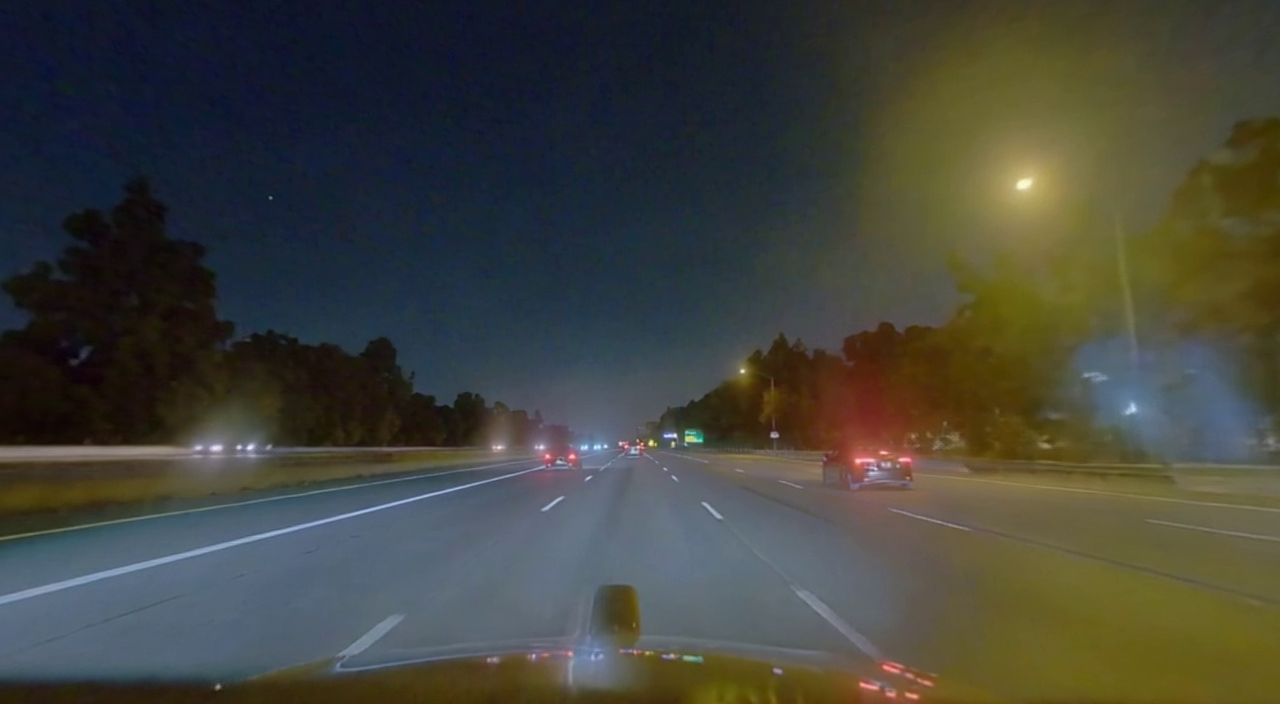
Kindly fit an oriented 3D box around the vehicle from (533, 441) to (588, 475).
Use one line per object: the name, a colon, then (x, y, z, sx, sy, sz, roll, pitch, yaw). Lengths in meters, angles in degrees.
vehicle: (-3.921, 5.324, 32.058, 2.140, 1.574, 4.946, 0, -8, 0)
